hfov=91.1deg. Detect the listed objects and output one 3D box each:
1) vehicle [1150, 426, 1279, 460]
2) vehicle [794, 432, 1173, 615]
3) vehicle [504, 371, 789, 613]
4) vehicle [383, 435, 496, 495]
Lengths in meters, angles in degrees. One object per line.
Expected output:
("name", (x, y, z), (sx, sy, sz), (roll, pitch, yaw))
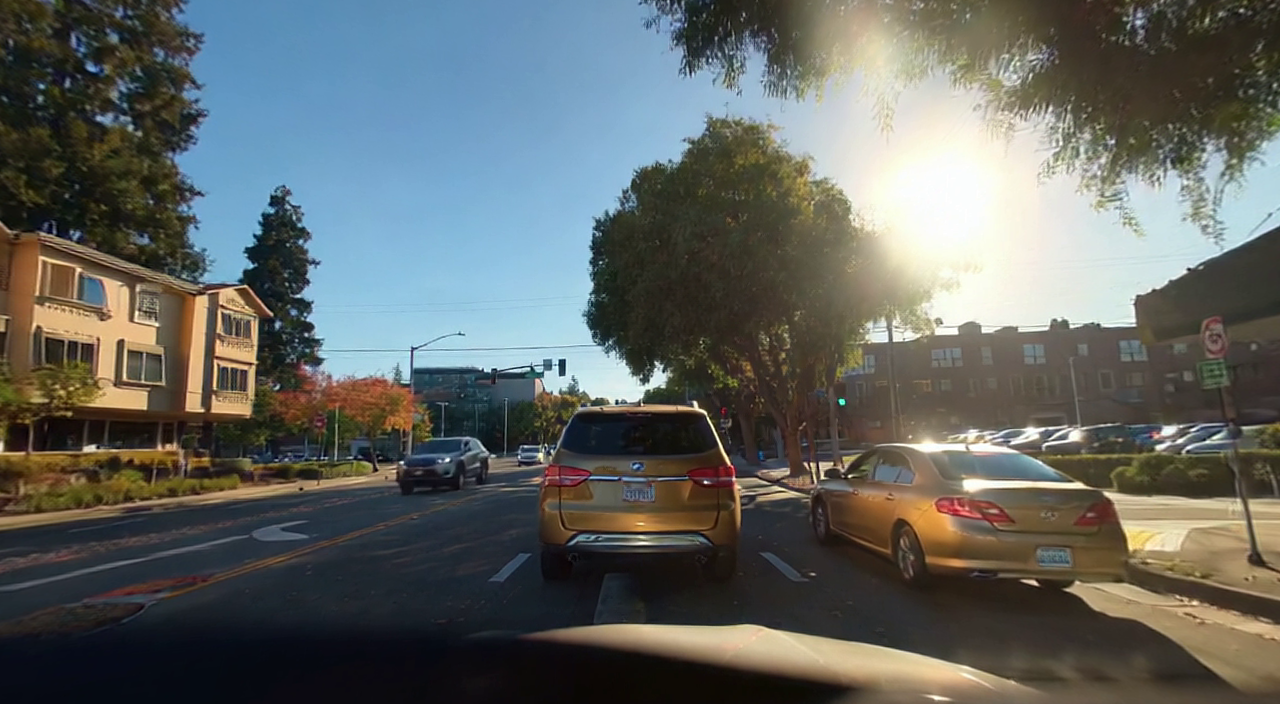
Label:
("vehicle", (25.950, 4.082, 28.175), (4.420, 1.469, 1.807), (0, -8, 1))
("vehicle", (3.378, 1.738, 7.421), (1.900, 1.478, 4.425), (0, -8, -1))
("vehicle", (0.002, 1.430, 7.250), (2.296, 1.947, 4.168), (0, -8, -2))
("vehicle", (-6.416, 3.676, 20.792), (2.153, 1.728, 4.753), (0, -8, 0))
